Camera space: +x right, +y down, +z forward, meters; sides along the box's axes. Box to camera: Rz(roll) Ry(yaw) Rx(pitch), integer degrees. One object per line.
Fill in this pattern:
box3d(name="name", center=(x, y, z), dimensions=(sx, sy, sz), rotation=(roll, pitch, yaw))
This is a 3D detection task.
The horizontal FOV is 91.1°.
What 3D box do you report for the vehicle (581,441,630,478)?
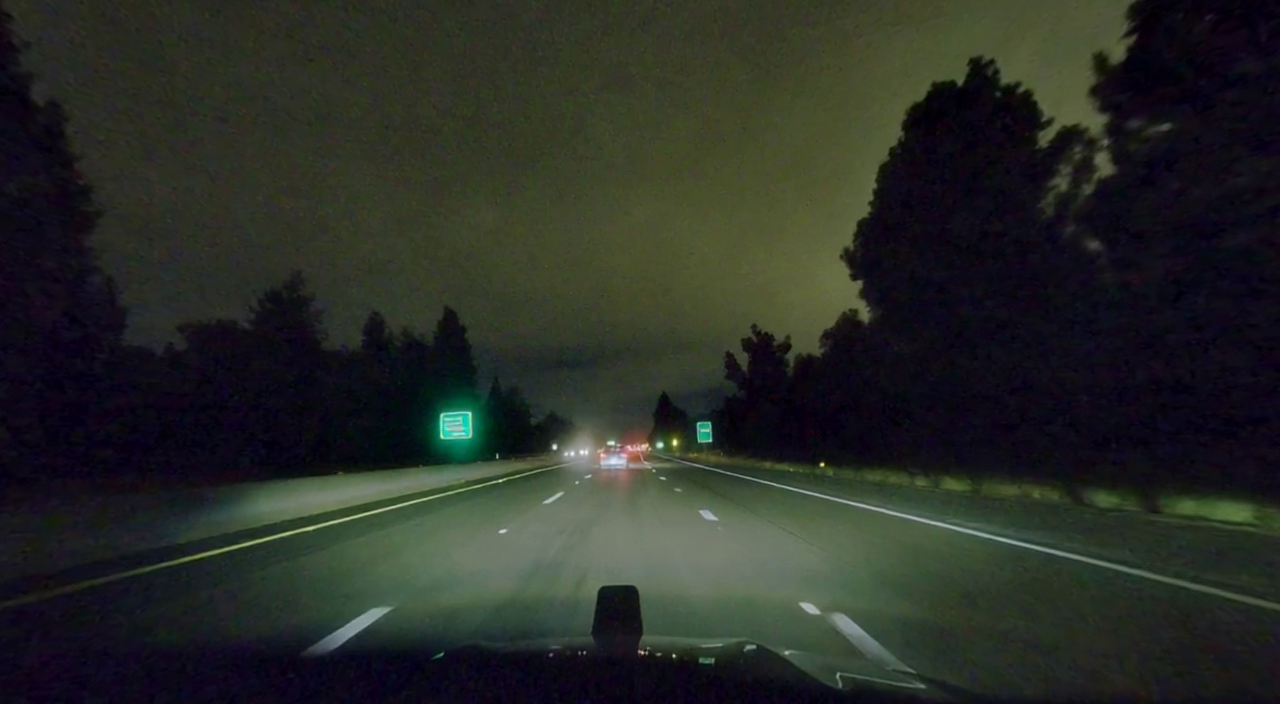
box3d(name="vehicle", center=(-1.665, 5.431, 31.869), dimensions=(2.120, 1.715, 4.153), rotation=(0, -9, 1))
